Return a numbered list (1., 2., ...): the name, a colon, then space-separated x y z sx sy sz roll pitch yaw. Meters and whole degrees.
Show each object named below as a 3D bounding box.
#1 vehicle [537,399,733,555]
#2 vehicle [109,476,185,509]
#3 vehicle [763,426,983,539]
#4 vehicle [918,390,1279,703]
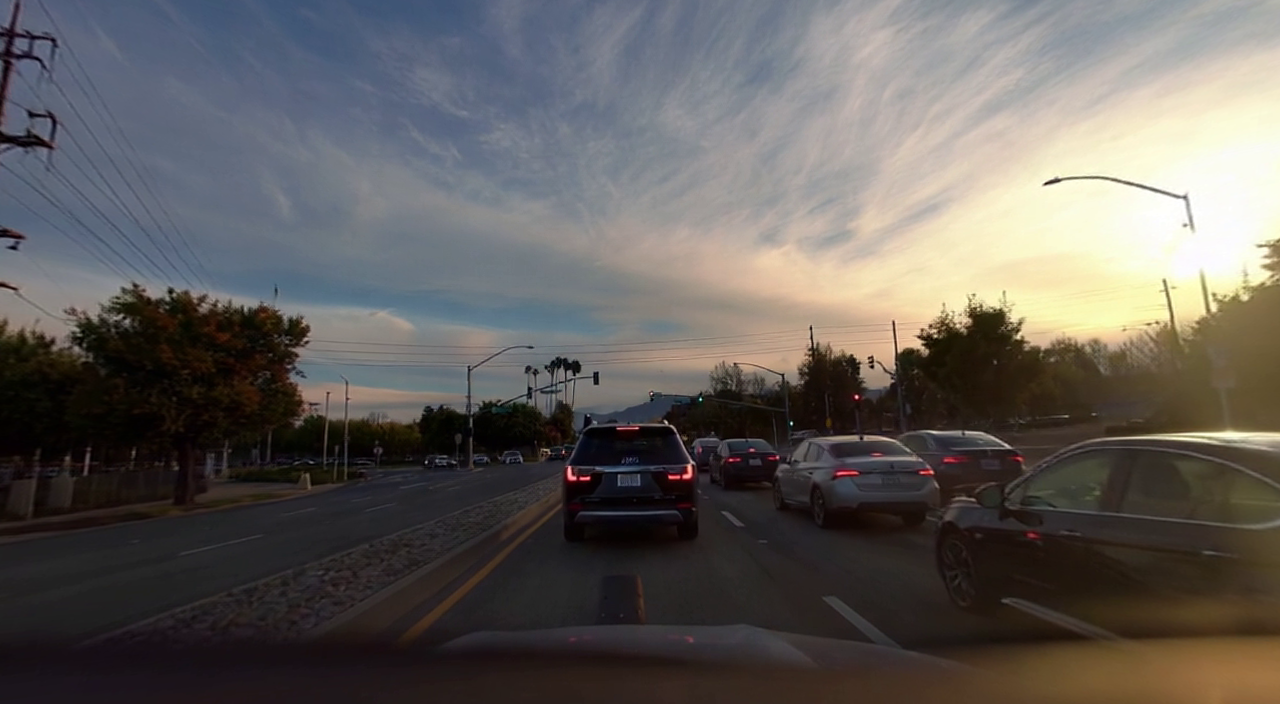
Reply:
1. vehicle: -0.121 1.788 9.651 2.300 1.821 4.254 0 -9 -2
2. vehicle: -26.230 7.424 33.560 3.826 1.522 1.741 -6 -10 29
3. vehicle: 3.525 2.065 10.625 1.952 1.477 4.417 0 -9 -1
4. vehicle: 3.289 0.958 2.836 1.984 1.462 4.513 0 -9 0
